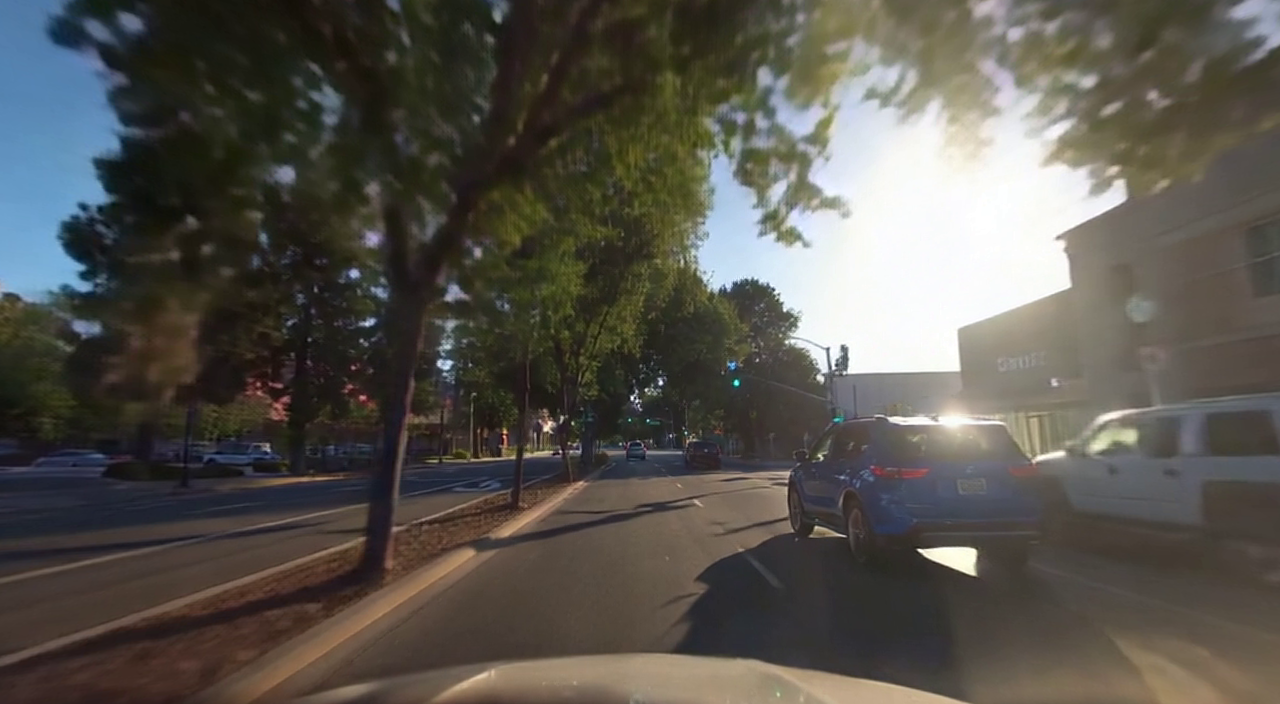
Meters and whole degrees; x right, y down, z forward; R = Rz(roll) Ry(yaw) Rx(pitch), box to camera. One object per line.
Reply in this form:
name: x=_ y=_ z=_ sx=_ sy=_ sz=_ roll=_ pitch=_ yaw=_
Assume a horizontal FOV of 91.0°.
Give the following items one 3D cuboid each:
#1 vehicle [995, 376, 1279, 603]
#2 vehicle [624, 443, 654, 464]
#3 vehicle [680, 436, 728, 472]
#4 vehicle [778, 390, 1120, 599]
vehicle: x=7.263 y=1.595 z=7.835 sx=2.342 sy=2.150 sz=5.502 roll=1 pitch=-8 yaw=-1
vehicle: x=-0.056 y=7.473 z=46.442 sx=2.131 sy=1.474 sz=4.146 roll=0 pitch=-8 yaw=0
vehicle: x=3.421 y=5.581 z=34.671 sx=2.085 sy=1.828 sz=5.383 roll=0 pitch=-8 yaw=0
vehicle: x=3.268 y=1.604 z=7.916 sx=2.033 sy=1.865 sz=4.360 roll=0 pitch=-8 yaw=0
